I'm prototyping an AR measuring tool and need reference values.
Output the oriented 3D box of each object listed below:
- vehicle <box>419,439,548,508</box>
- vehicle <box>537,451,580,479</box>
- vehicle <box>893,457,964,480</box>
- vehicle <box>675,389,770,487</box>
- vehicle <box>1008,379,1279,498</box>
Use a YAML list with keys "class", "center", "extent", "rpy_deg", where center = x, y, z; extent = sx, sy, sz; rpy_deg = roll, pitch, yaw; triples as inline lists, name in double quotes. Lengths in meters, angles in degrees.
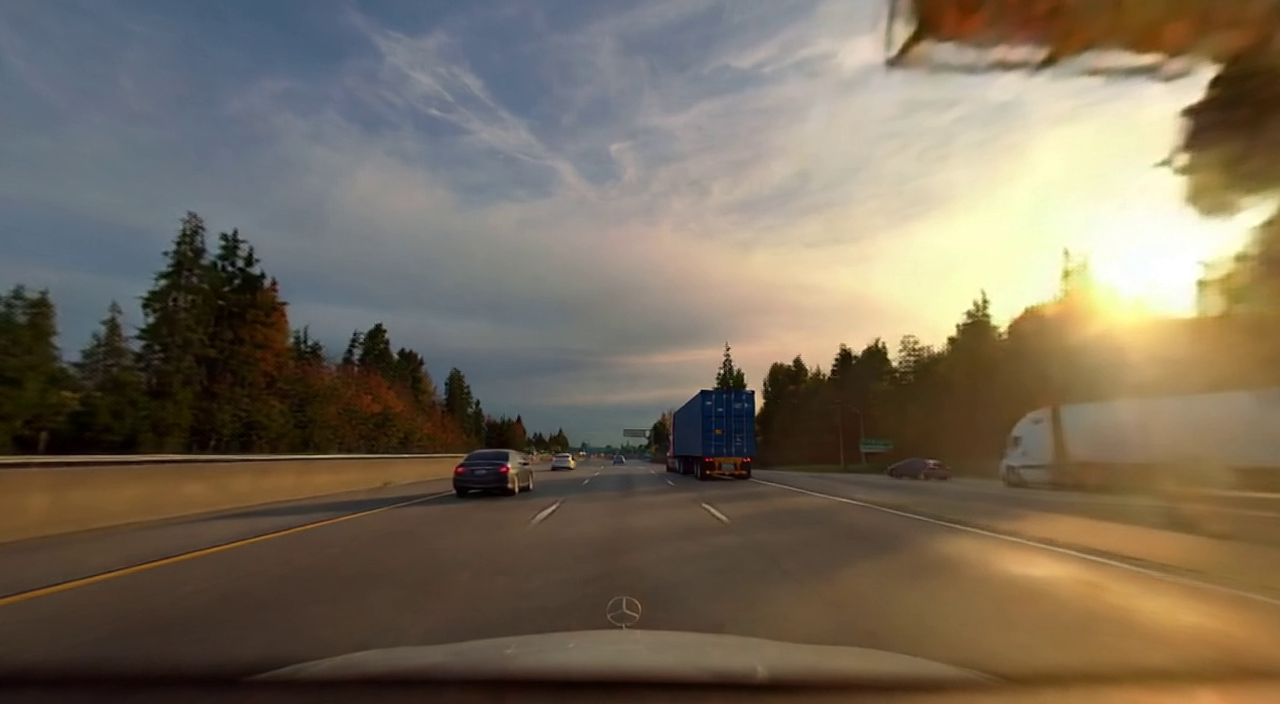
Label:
- class: "vehicle"
  center: [-4.196, 3.371, 17.973]
  extent: [2.370, 1.647, 5.091]
  rpy_deg: [0, -9, 0]
- class: "vehicle"
  center: [-4.698, 6.559, 36.803]
  extent: [2.063, 1.532, 3.763]
  rpy_deg: [0, -9, -1]
- class: "vehicle"
  center: [19.667, 7.958, 43.250]
  extent: [1.989, 1.430, 4.811]
  rpy_deg: [2, -9, -10]
- class: "vehicle"
  center: [3.772, 4.590, 32.710]
  extent: [2.821, 4.046, 12.876]
  rpy_deg: [0, -9, -2]
- class: "vehicle"
  center: [23.997, 3.657, 26.167]
  extent: [3.081, 4.331, 17.117]
  rpy_deg: [3, -10, -17]
